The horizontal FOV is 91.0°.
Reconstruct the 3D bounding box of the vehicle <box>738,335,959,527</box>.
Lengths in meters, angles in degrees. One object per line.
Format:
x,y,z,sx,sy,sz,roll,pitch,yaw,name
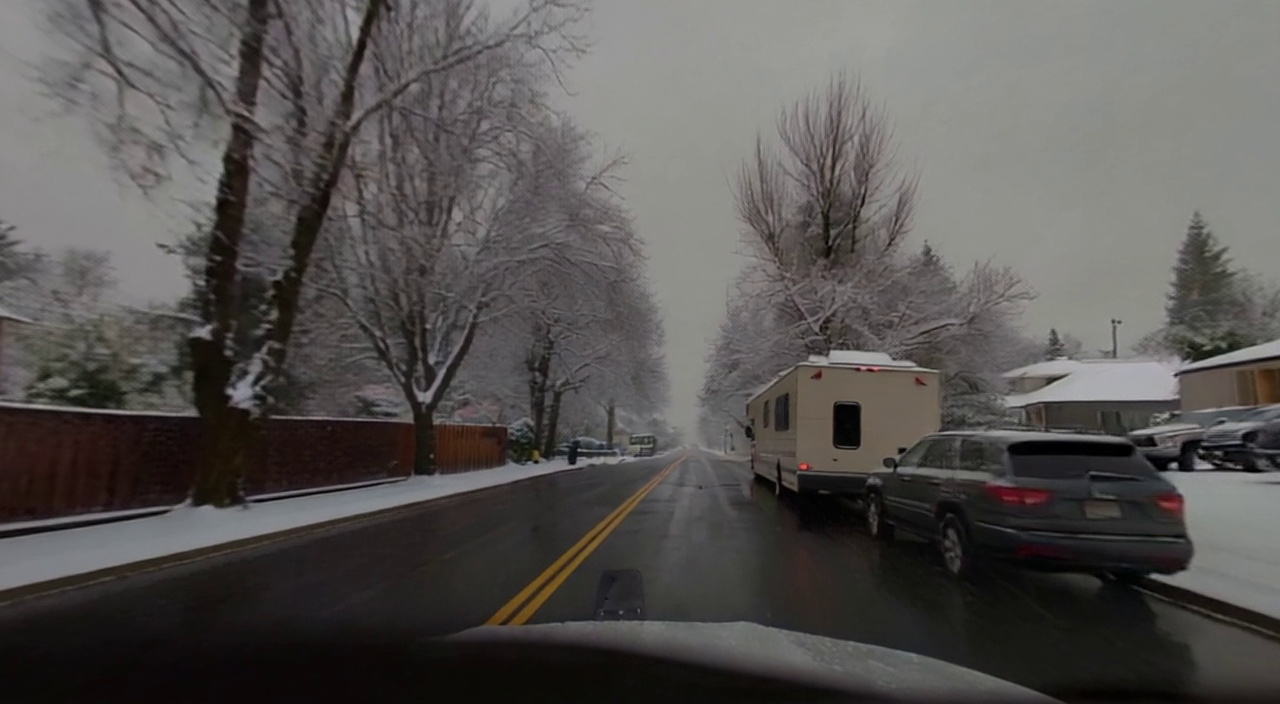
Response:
4.604,2.187,16.950,3.052,3.440,11.052,-1,-8,5,vehicle

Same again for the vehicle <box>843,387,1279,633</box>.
3.904,1.502,7.038,1.980,1.782,4.627,-1,-8,4,vehicle

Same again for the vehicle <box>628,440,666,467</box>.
0.563,7.005,43.662,2.194,1.763,4.288,-1,-8,7,vehicle
